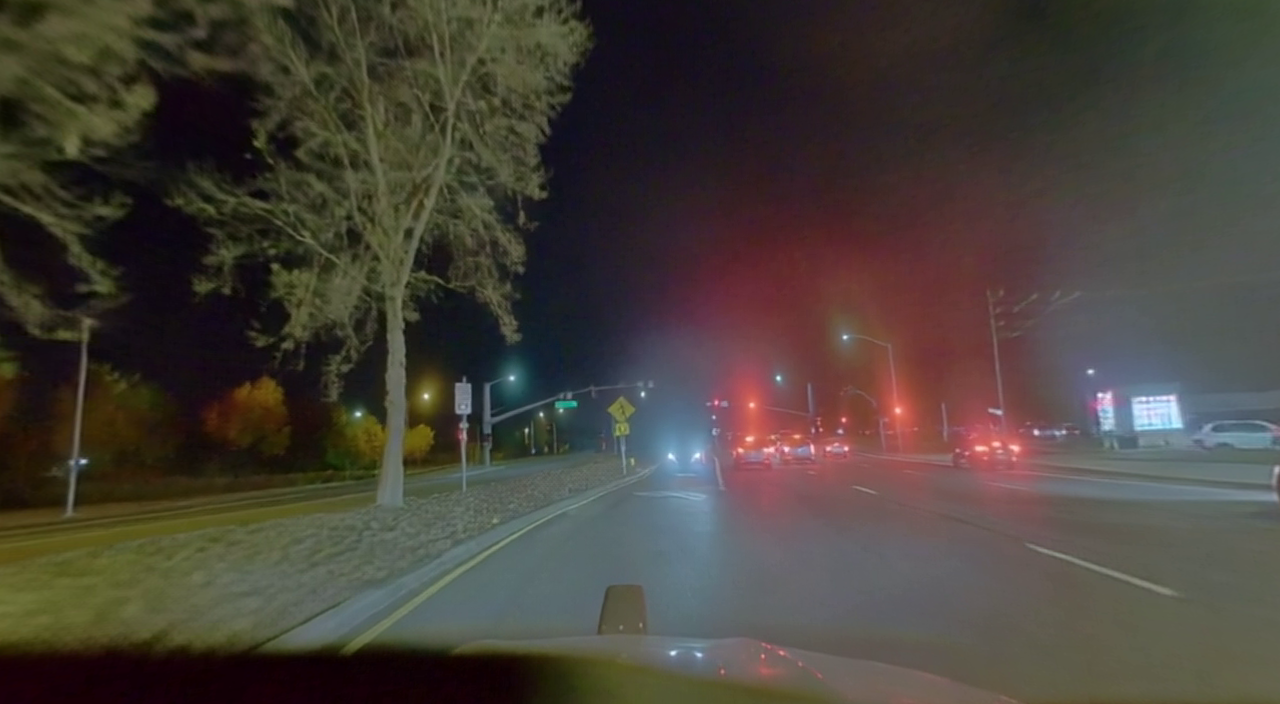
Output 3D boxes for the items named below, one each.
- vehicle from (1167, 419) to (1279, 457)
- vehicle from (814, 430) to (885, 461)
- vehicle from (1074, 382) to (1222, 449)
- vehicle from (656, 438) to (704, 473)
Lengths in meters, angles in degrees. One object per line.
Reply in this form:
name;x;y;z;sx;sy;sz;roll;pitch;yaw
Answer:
vehicle;25.805;3.726;27.022;1.784;1.472;4.532;3;-10;-20
vehicle;12.388;5.622;37.670;1.991;1.695;4.357;2;-10;-12
vehicle;29.926;3.881;37.171;7.827;3.570;3.121;4;-9;-22
vehicle;1.932;4.779;29.192;2.032;1.461;4.173;-1;-9;6
